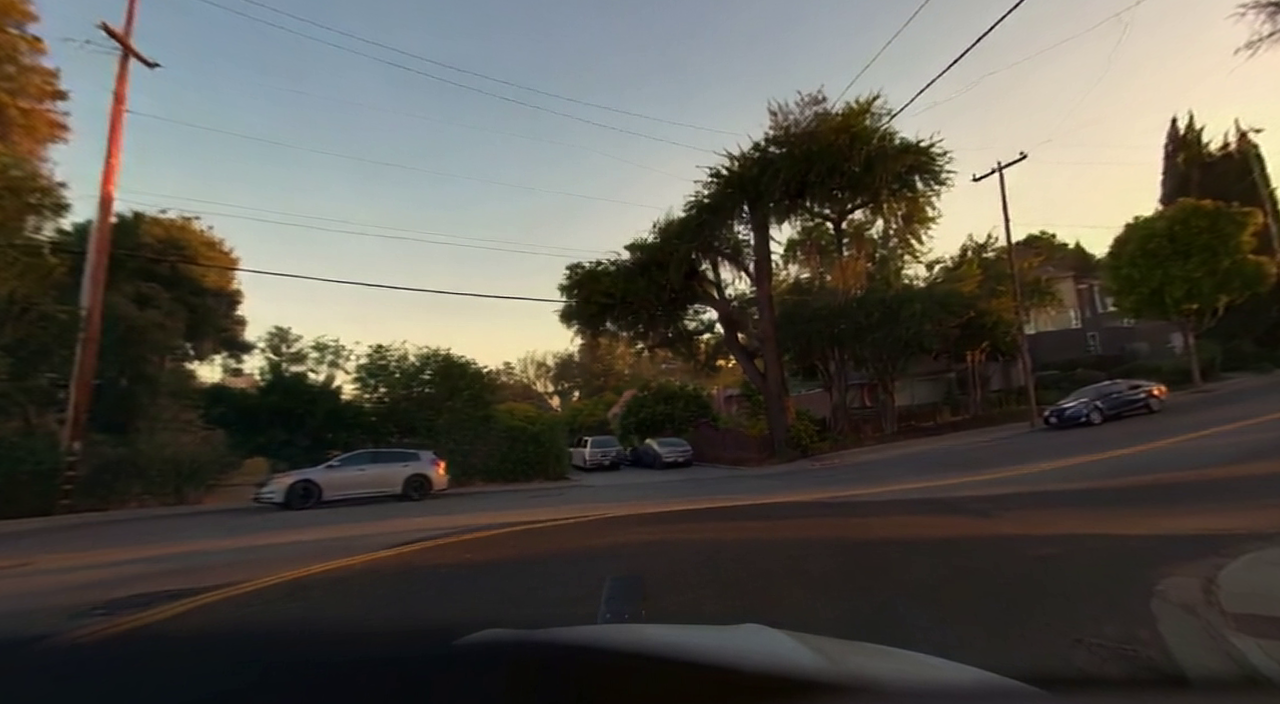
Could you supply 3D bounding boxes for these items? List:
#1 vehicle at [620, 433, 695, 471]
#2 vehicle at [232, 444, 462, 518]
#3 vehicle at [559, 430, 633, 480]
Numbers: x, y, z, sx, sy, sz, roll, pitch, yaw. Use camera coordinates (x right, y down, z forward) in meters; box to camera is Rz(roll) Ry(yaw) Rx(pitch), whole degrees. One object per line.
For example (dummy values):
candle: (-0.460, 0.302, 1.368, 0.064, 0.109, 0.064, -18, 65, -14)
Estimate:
vehicle: (0.756, 5.089, 31.796, 2.216, 1.728, 5.118, 3, -10, -17)
vehicle: (-7.041, 3.087, 15.430, 4.696, 1.534, 1.912, 7, -12, -36)
vehicle: (-2.330, 5.062, 31.434, 2.413, 1.838, 4.977, 5, -4, -18)
